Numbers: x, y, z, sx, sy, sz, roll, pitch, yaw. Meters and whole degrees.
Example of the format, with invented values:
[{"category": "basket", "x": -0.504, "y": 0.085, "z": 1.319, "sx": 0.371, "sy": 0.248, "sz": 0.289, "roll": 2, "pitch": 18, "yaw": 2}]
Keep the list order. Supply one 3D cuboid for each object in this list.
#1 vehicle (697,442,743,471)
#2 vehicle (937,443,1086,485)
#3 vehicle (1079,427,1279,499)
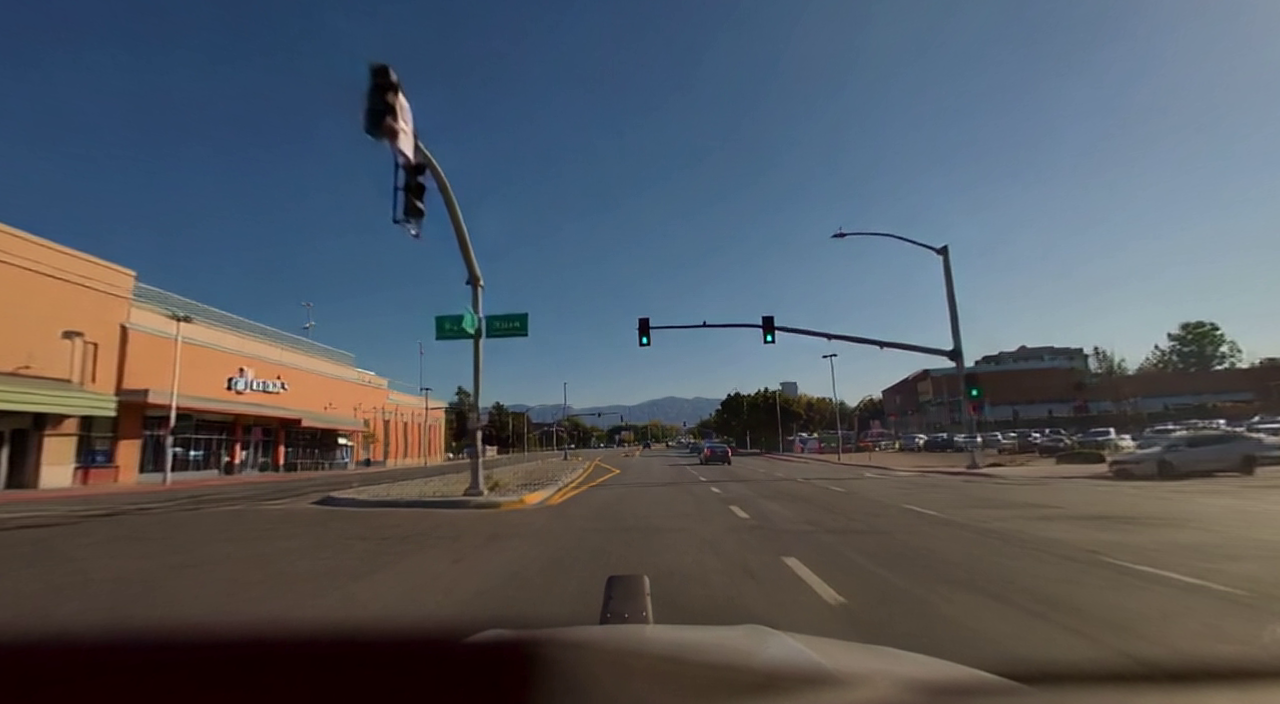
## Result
[{"category": "vehicle", "x": 4.456, "y": 5.934, "z": 35.819, "sx": 2.038, "sy": 1.528, "sz": 4.259, "roll": 0, "pitch": -9, "yaw": 0}, {"category": "vehicle", "x": 13.989, "y": 4.180, "z": 23.882, "sx": 4.581, "sy": 1.434, "sz": 1.893, "roll": -7, "pitch": -11, "yaw": 36}, {"category": "vehicle", "x": 14.577, "y": 2.869, "z": 16.501, "sx": 4.491, "sy": 1.702, "sz": 2.094, "roll": -2, "pitch": -9, "yaw": 13}]
